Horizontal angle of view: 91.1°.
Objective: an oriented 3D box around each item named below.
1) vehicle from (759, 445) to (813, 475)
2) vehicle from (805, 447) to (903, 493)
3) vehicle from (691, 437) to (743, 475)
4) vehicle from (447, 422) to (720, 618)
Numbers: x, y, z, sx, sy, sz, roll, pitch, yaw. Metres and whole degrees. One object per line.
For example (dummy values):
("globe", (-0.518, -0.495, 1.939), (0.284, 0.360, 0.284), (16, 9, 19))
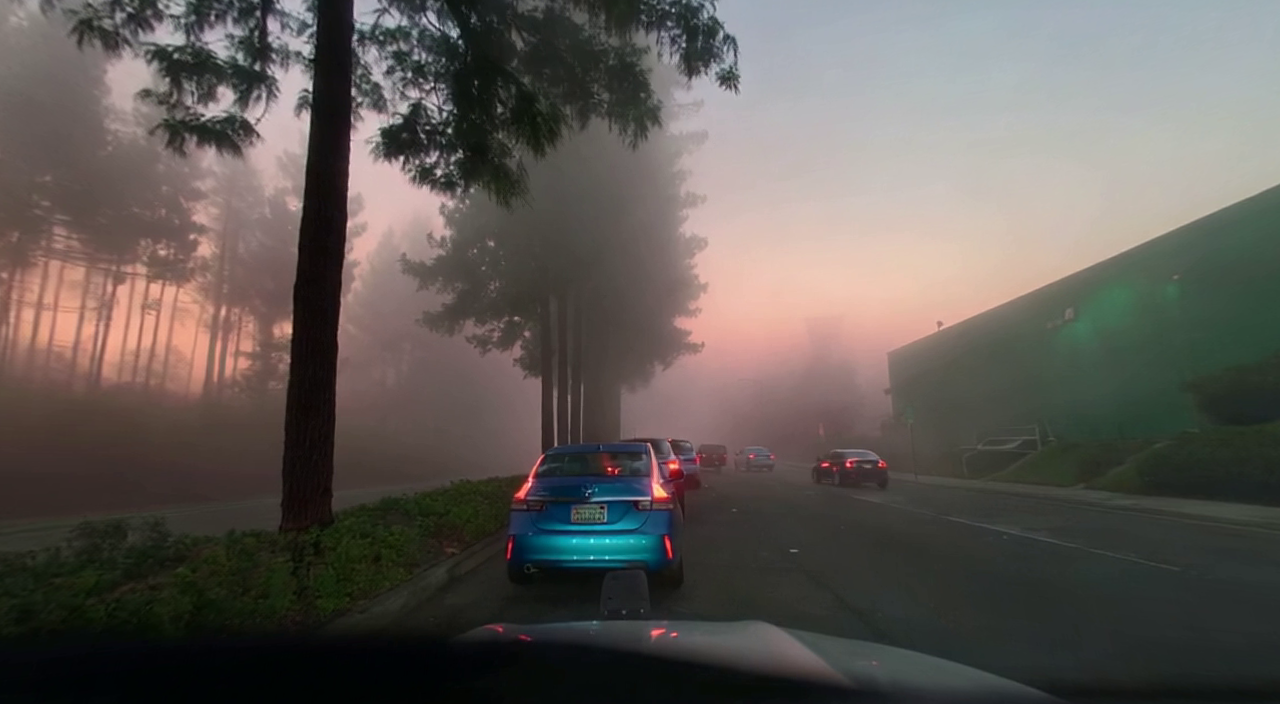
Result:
("vehicle", (7.952, 5.899, 34.509), (1.887, 1.516, 4.419), (0, -9, 0))
("vehicle", (7.021, 3.894, 21.060), (1.909, 1.380, 3.905), (0, -9, 0))
("vehicle", (4.200, 5.774, 34.970), (2.260, 1.928, 5.218), (0, -9, 0))
("vehicle", (-0.444, 1.607, 6.941), (2.111, 1.506, 4.018), (0, -9, 0))
